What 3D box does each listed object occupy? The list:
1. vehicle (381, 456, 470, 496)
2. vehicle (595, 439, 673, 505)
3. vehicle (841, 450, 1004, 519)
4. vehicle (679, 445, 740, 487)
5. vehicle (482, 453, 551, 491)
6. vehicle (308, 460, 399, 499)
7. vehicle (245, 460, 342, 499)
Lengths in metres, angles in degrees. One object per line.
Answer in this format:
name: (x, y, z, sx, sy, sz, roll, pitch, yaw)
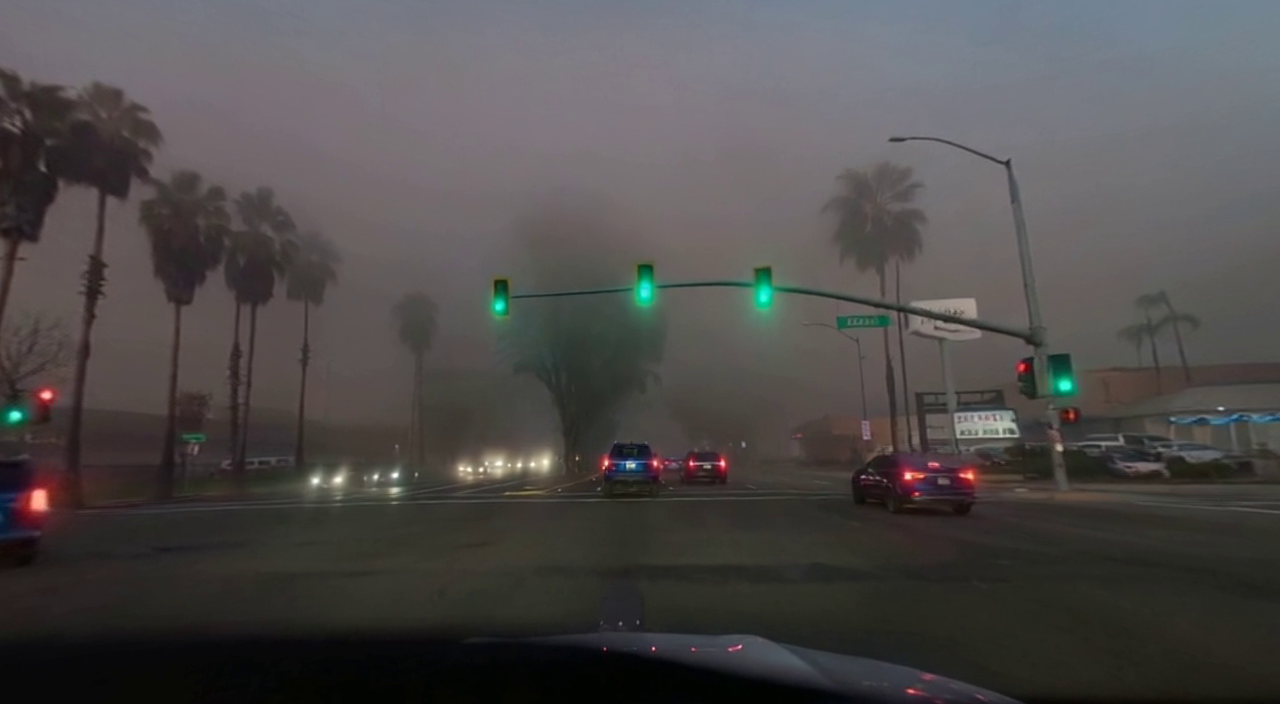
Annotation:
vehicle: (-8.571, 4.981, 25.674, 2.061, 1.415, 4.289, 0, -9, 1)
vehicle: (-0.217, 3.609, 19.483, 2.151, 1.787, 4.109, 0, -9, -1)
vehicle: (6.758, 3.177, 15.730, 1.944, 1.447, 4.309, 0, -9, -2)
vehicle: (3.017, 5.047, 28.227, 2.112, 1.710, 4.234, 0, -9, -2)
vehicle: (-5.178, 5.067, 27.022, 2.030, 1.441, 4.324, 0, -9, 1)
vehicle: (-11.878, 5.293, 26.522, 1.850, 1.414, 4.184, 0, -9, 0)
vehicle: (-15.335, 5.638, 28.230, 2.048, 1.494, 4.069, 0, -9, -1)
